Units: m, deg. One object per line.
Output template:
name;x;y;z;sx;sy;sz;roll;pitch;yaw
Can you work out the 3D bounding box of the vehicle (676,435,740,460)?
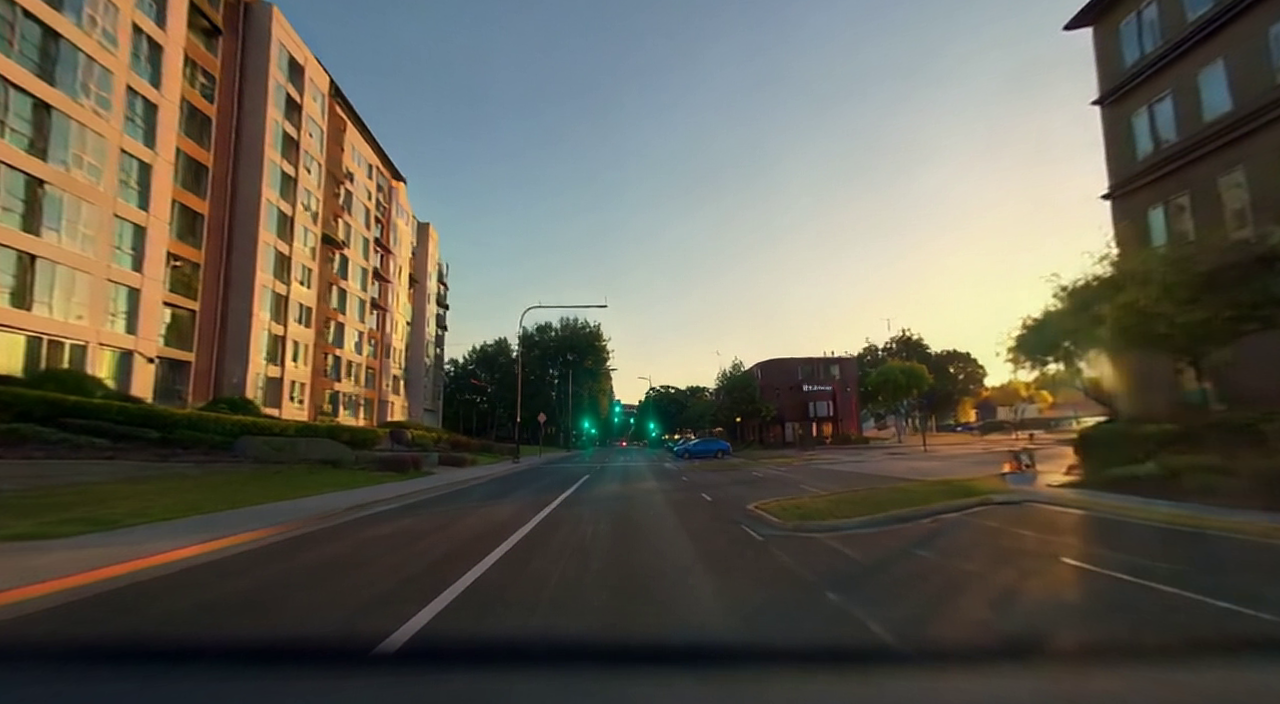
vehicle;4.498;6.302;41.532;3.844;1.524;1.847;4;-9;-32
